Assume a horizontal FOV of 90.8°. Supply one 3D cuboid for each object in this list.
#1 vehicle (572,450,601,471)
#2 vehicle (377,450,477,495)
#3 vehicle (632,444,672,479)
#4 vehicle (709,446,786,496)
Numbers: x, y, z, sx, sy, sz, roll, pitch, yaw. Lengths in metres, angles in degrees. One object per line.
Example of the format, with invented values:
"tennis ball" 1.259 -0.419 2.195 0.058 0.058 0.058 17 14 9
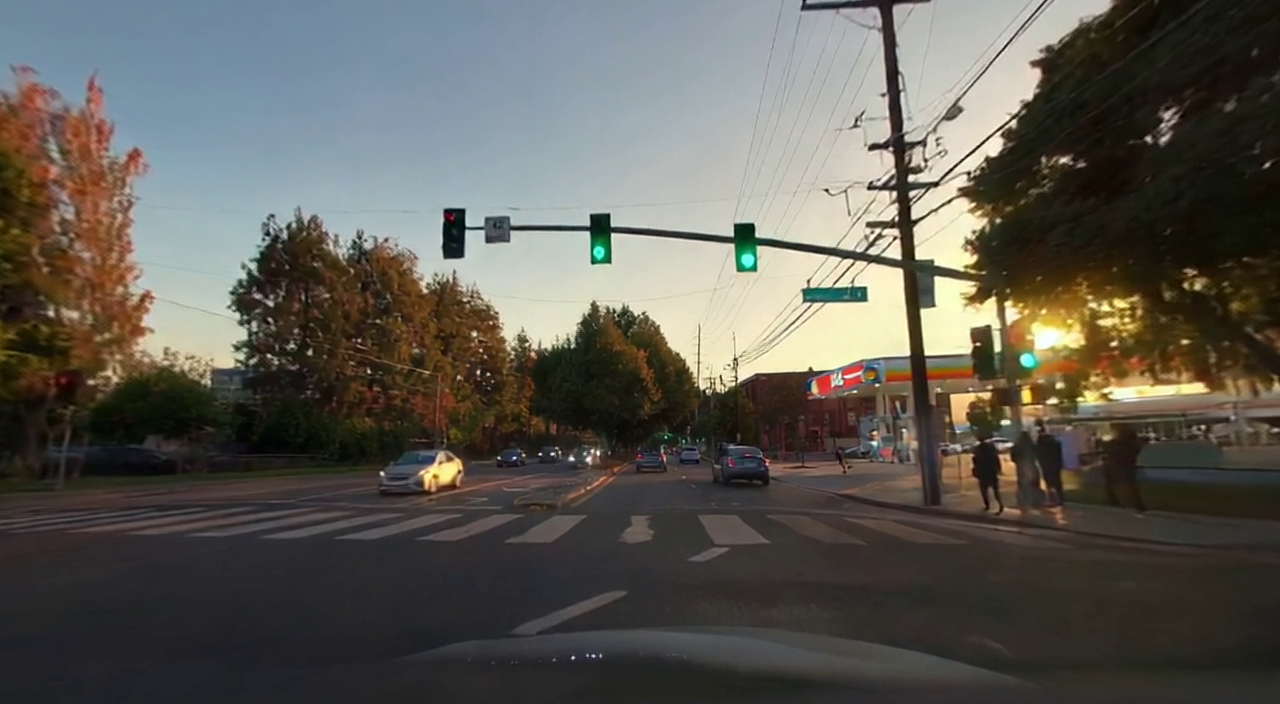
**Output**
"vehicle" -4.088 8.384 48.922 1.816 1.484 3.629 -1 -9 2
"vehicle" -7.975 4.520 24.176 2.109 1.525 4.562 -1 -9 2
"vehicle" 0.668 6.160 35.738 2.163 1.825 4.073 0 -9 1
"vehicle" 3.757 4.237 22.898 1.990 1.592 4.294 0 -9 0
